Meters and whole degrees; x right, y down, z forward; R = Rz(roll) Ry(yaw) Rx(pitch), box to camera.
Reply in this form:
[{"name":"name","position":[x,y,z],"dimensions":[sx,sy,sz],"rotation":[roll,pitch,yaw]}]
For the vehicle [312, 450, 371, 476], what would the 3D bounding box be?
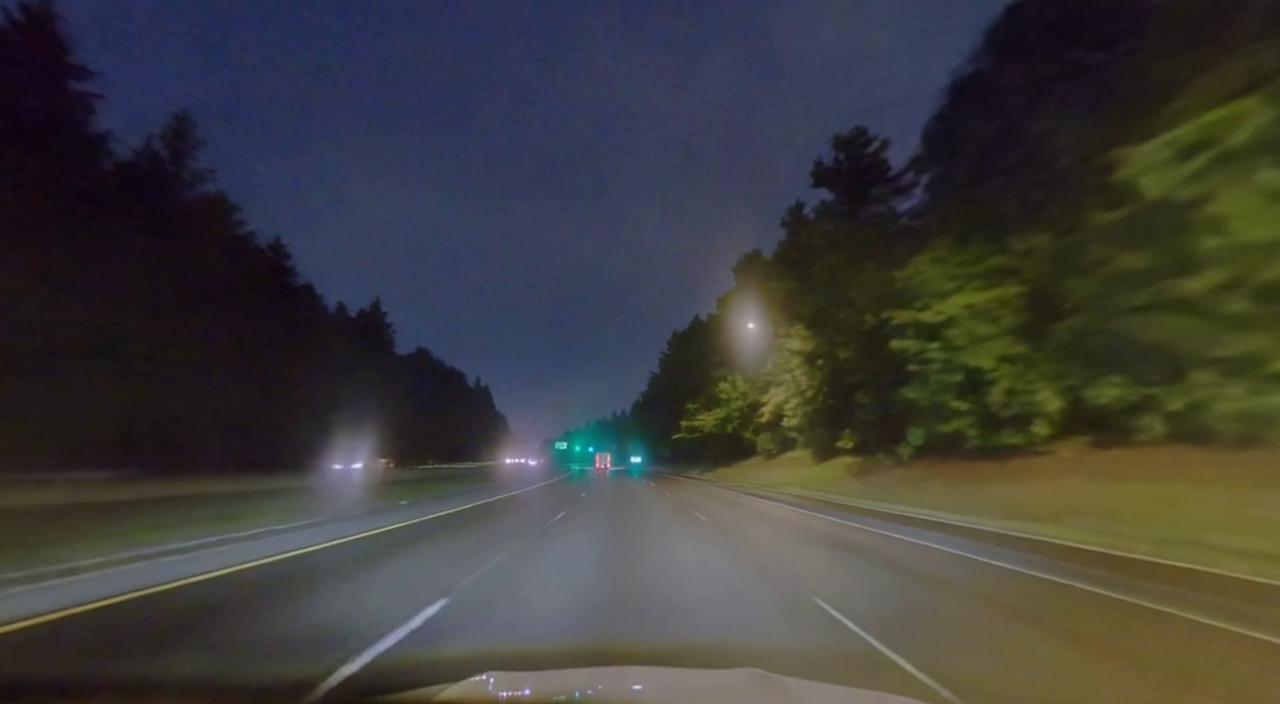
[{"name":"vehicle","position":[-17.840,6.692,37.861],"dimensions":[1.755,1.425,3.768],"rotation":[1,-10,-1]}]
